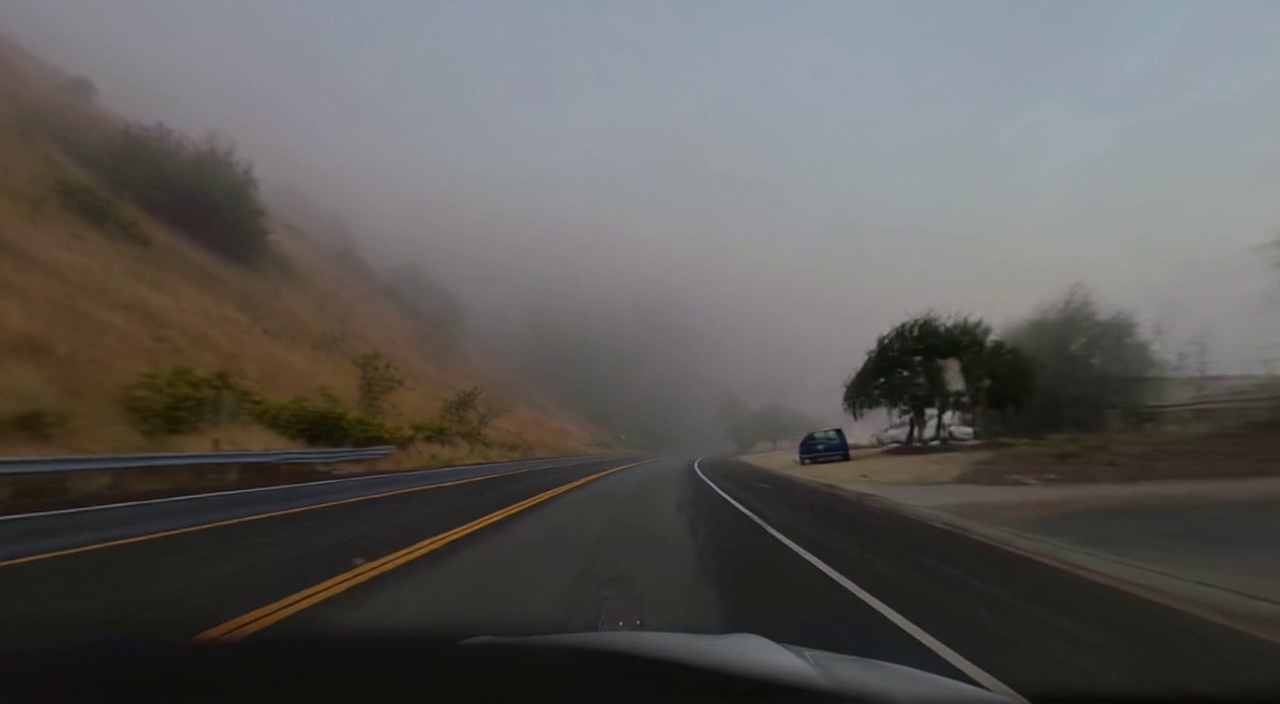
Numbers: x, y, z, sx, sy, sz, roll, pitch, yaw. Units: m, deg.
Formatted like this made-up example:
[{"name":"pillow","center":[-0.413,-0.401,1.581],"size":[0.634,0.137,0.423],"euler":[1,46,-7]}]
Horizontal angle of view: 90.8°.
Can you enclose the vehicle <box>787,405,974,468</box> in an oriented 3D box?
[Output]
[{"name":"vehicle","center":[9.042,3.353,24.480],"size":[2.216,1.887,6.388],"euler":[2,-11,-37]}]

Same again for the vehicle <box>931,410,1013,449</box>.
[{"name":"vehicle","center":[20.049,4.782,38.382],"size":[2.164,1.875,4.545],"euler":[-4,-10,-4]}]
